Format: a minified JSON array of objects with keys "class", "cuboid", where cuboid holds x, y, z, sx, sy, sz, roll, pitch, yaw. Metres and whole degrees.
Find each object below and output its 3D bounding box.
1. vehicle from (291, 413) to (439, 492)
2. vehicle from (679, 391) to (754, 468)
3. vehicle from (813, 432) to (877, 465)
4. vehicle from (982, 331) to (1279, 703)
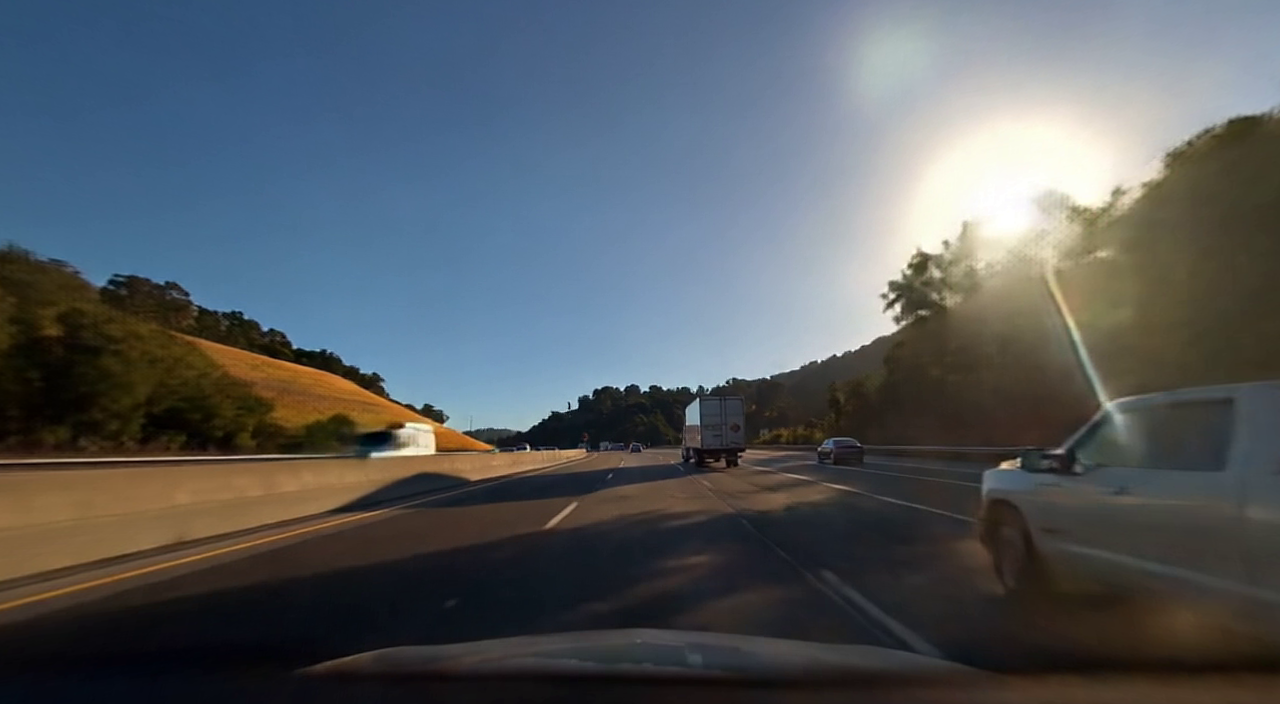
[{"class":"vehicle","cuboid":[-8.973,3.381,21.356,2.318,2.271,5.847,0,-9,0]},{"class":"vehicle","cuboid":[4.304,4.839,38.190,3.049,3.968,10.706,0,-9,-1]},{"class":"vehicle","cuboid":[11.681,5.553,36.240,2.046,1.741,4.769,0,-9,-1]},{"class":"vehicle","cuboid":[3.811,0.816,2.914,2.055,1.737,4.224,0,-9,0]}]
